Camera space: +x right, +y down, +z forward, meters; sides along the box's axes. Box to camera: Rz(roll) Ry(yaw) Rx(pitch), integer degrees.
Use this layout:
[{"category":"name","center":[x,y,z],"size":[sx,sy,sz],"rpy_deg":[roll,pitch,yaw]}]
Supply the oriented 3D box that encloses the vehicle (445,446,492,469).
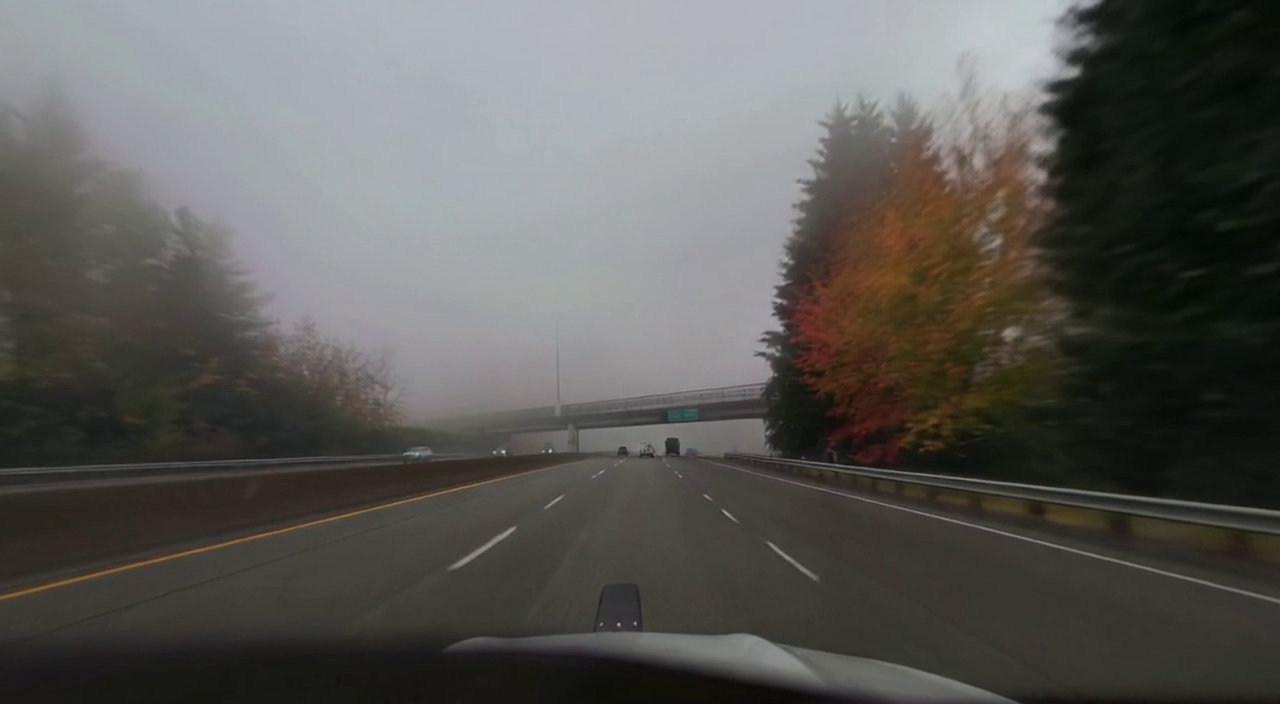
[{"category":"vehicle","center":[-12.320,7.634,45.392],"size":[1.984,1.555,4.588],"rpy_deg":[-1,-9,2]}]
